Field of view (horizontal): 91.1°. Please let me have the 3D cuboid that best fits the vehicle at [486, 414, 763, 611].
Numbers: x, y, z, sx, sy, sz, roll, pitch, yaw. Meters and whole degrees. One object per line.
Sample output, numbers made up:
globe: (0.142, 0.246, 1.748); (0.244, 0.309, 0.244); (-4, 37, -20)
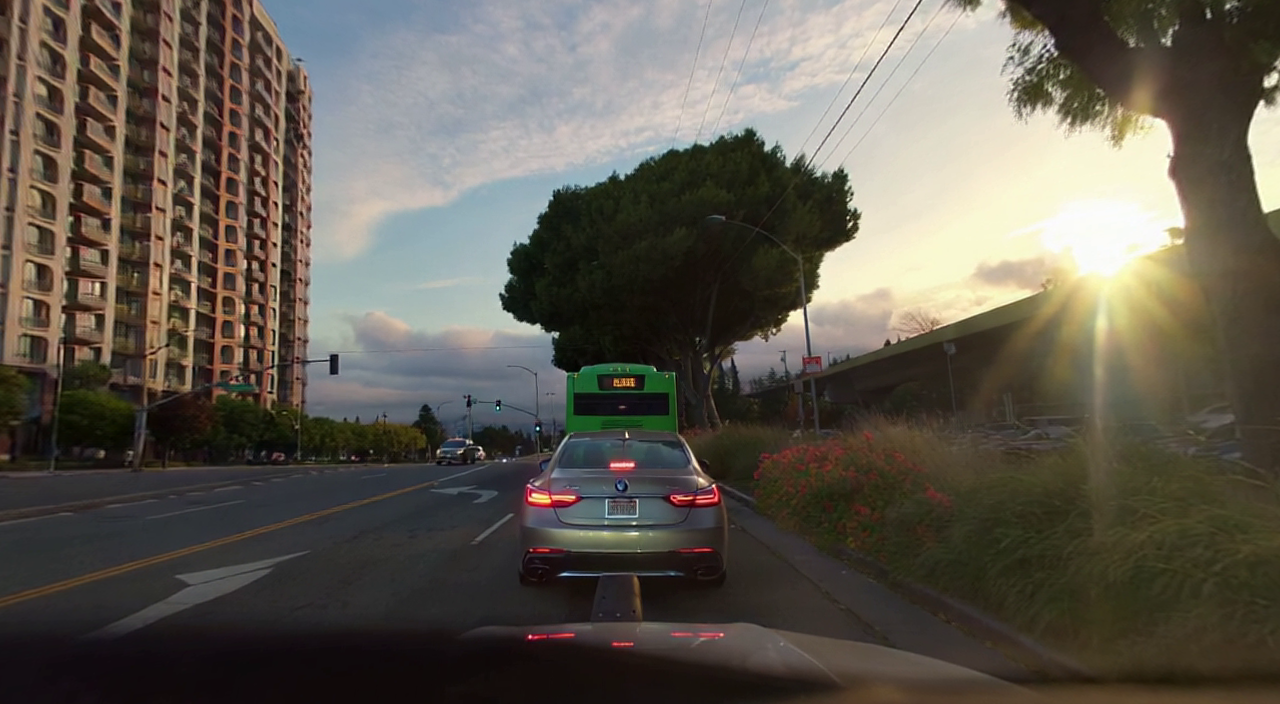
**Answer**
vehicle: (-0.157, 1.463, 6.737); (2.064, 1.452, 3.942); (0, -8, -1)
